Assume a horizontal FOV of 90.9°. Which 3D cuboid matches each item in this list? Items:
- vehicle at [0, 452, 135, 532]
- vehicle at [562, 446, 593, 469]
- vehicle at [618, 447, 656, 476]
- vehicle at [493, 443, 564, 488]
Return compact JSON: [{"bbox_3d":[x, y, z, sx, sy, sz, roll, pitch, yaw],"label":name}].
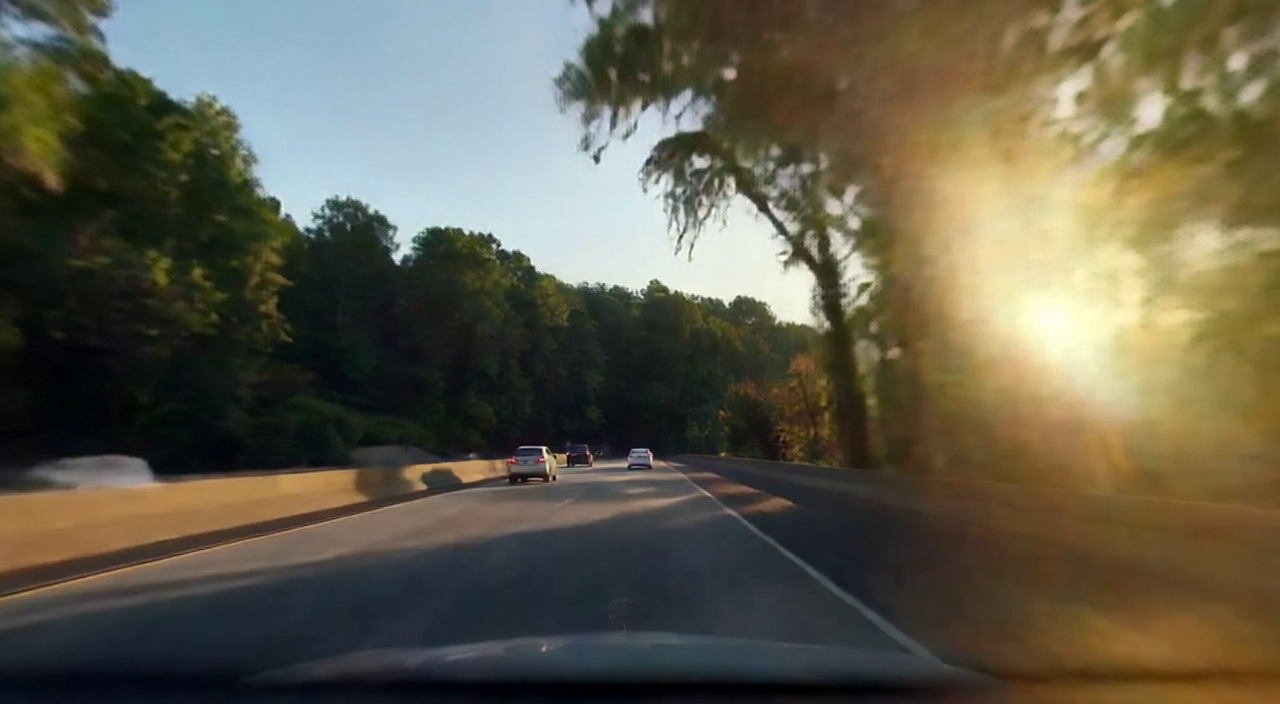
[{"bbox_3d":[-12.773,2.767,12.716,1.761,1.468,4.061,0,-9,0],"label":"vehicle"},{"bbox_3d":[-4.536,7.732,46.156,1.834,1.615,3.624,0,-9,0],"label":"vehicle"},{"bbox_3d":[-0.153,5.995,34.801,2.001,1.490,3.914,0,-9,0],"label":"vehicle"},{"bbox_3d":[-4.149,4.302,24.114,1.978,1.538,3.755,0,-9,1],"label":"vehicle"}]
